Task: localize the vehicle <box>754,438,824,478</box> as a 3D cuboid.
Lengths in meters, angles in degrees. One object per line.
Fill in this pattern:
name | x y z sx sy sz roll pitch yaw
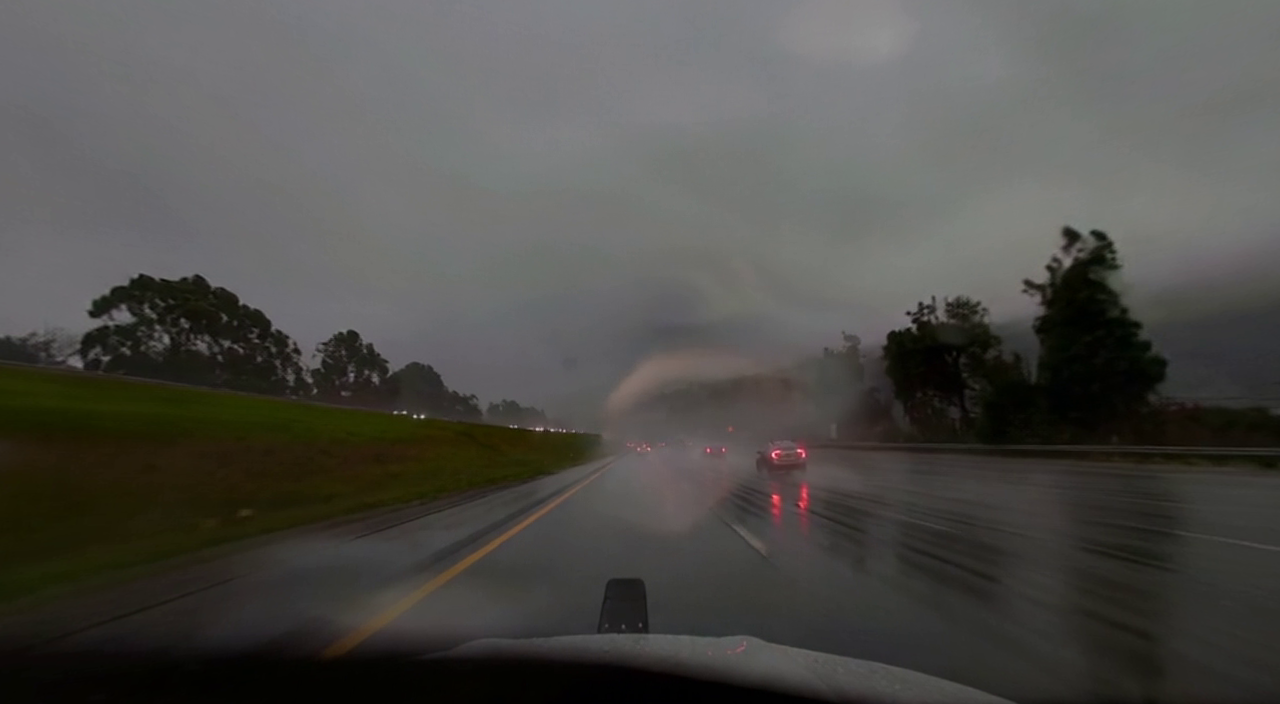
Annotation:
vehicle | 6.899 4.946 29.626 2.048 1.697 4.689 0 -8 -1
